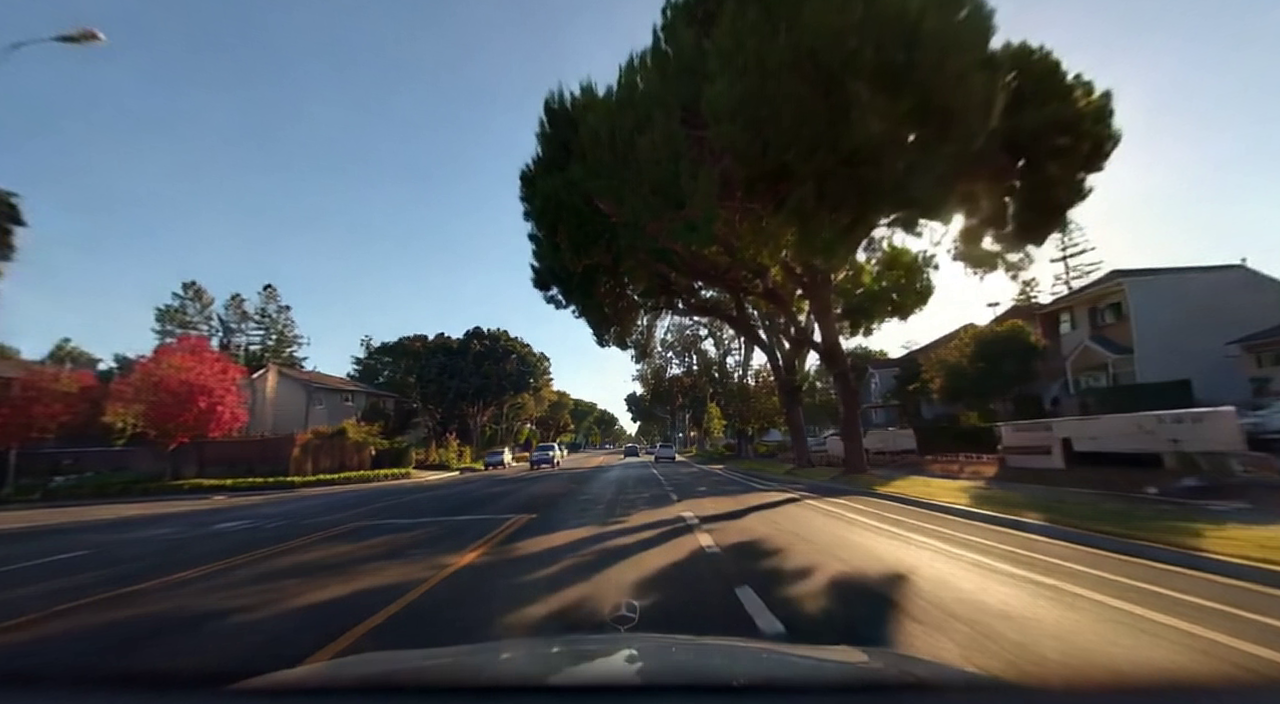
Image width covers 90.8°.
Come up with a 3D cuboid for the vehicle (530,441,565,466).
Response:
[{"bbox_3d":[-7.109,7.894,49.088,2.054,1.814,4.543,0,-9,0],"label":"vehicle"}]
